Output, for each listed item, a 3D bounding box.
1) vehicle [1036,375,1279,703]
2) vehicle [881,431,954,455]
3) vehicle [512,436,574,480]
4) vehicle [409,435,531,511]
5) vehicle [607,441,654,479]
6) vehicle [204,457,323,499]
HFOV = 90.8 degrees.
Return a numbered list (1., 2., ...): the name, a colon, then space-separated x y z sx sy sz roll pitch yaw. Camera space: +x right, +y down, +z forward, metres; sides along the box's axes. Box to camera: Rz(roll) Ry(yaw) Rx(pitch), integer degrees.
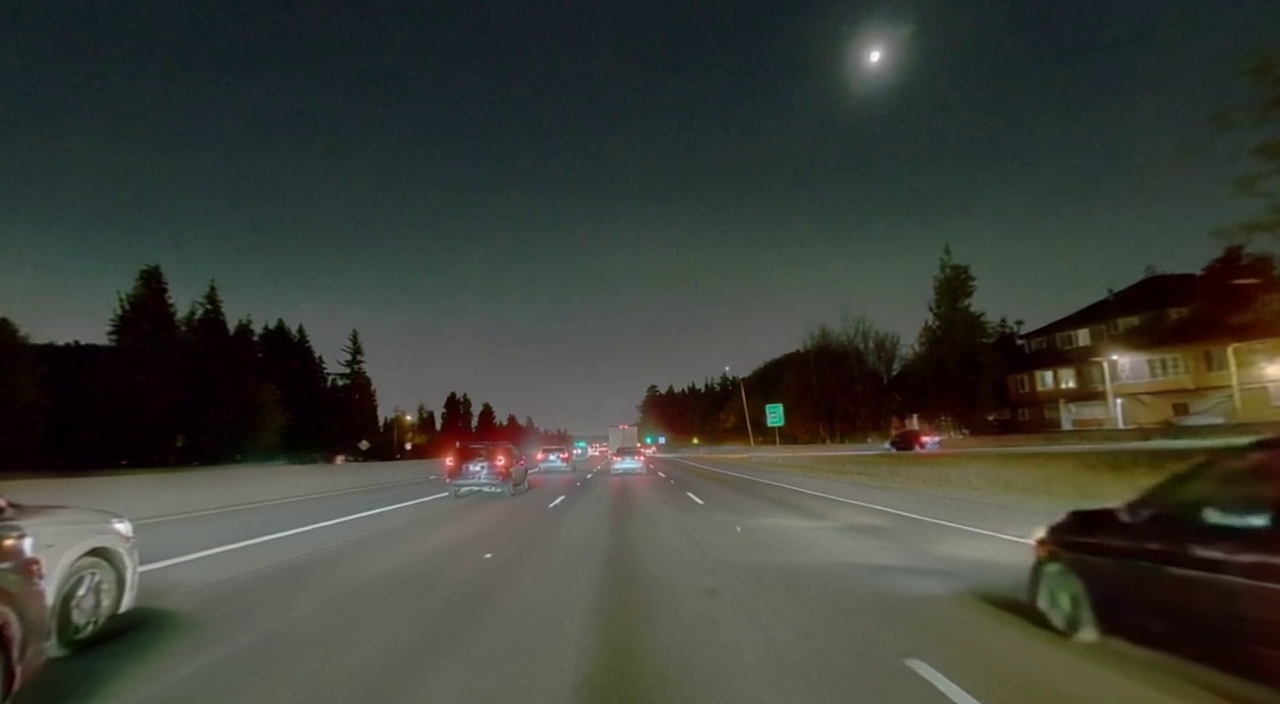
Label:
1. vehicle: 3.526 0.765 1.748 2.027 1.554 4.252 0 -9 -1
2. vehicle: 17.331 5.742 39.681 1.894 1.458 4.268 2 -9 -13
3. vehicle: -4.676 5.230 31.344 2.301 1.944 5.482 0 -9 -1
4. vehicle: -4.146 3.012 16.162 1.988 1.668 4.021 0 -9 0
5. vehicle: -0.453 5.115 30.122 2.063 1.703 4.203 0 -9 -1
6. vehicle: -15.067 5.035 25.651 1.961 1.461 4.643 0 -9 0
